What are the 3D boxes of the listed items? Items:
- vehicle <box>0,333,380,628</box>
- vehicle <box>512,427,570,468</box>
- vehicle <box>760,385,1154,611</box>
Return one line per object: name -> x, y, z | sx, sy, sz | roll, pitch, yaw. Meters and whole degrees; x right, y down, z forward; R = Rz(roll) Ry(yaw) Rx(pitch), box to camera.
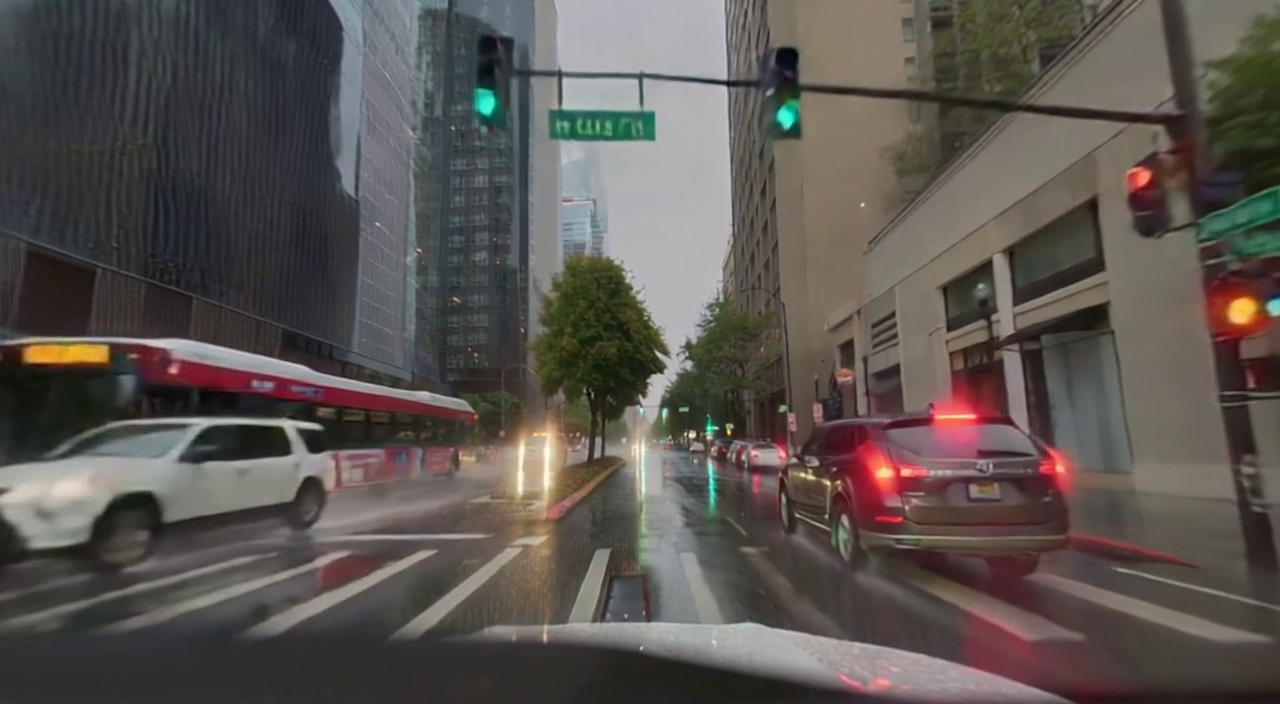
vehicle -> -5.351, 1.314, 7.383 | 2.304, 2.208, 5.200 | 0, -8, 1
vehicle -> -4.897, 4.799, 31.852 | 2.030, 1.881, 4.994 | 0, -8, 1
vehicle -> 3.136, 1.588, 7.983 | 2.118, 1.848, 5.426 | 0, -8, -1
